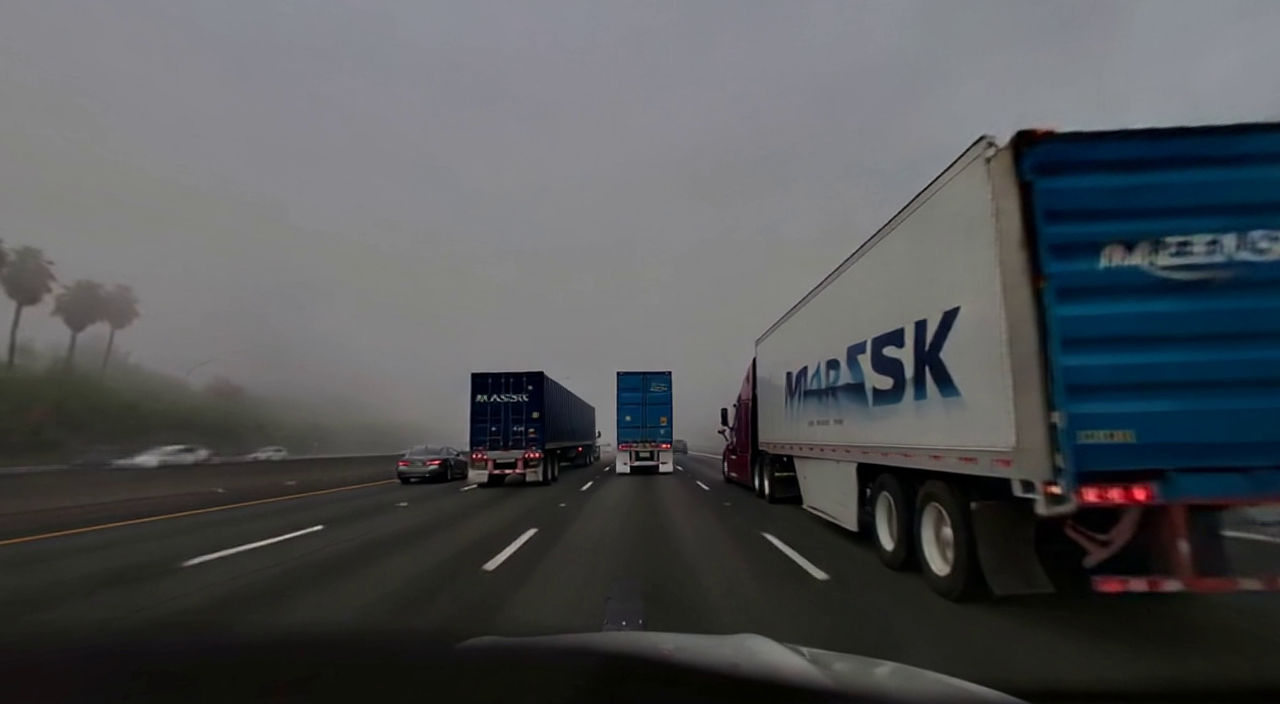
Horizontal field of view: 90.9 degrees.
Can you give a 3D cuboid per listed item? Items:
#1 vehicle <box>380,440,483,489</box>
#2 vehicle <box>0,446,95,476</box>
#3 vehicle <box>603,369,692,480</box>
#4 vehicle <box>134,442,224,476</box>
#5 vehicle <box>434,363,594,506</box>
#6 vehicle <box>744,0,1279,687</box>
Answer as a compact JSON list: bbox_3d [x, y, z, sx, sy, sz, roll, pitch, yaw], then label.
[{"bbox_3d":[-6.816,3.706,21.202,1.916,1.465,4.451,0,-8,0],"label":"vehicle"},{"bbox_3d":[-41.625,7.450,43.450,2.377,1.809,6.207,-1,-8,3],"label":"vehicle"},{"bbox_3d":[0.326,3.871,31.066,3.097,3.856,18.209,0,-9,0],"label":"vehicle"},{"bbox_3d":[-20.443,4.726,28.127,1.442,1.379,3.278,0,-8,1],"label":"vehicle"},{"bbox_3d":[-3.270,2.653,19.939,2.786,3.228,11.082,0,-8,0],"label":"vehicle"},{"bbox_3d":[4.414,0.793,10.926,2.887,4.178,14.553,0,-8,1],"label":"vehicle"}]
